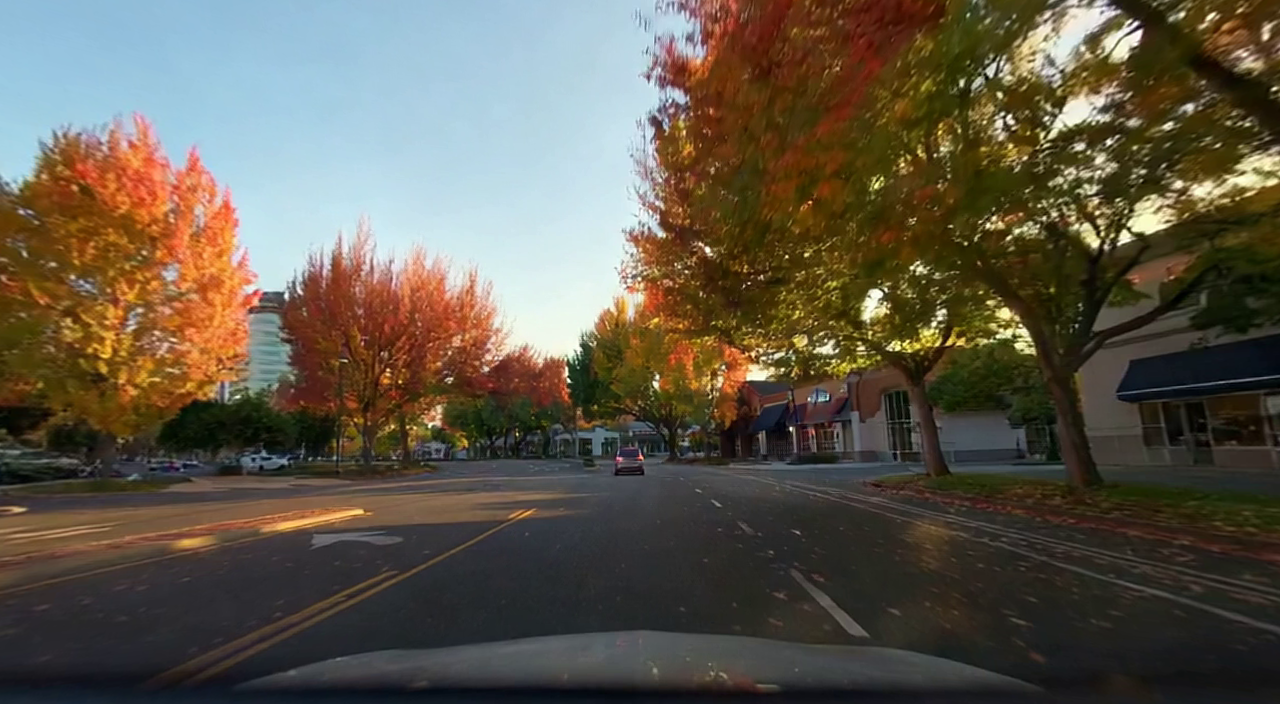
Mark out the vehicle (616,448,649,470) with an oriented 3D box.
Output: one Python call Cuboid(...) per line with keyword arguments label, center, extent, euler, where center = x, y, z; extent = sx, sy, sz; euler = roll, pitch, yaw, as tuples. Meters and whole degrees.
Cuboid(label="vehicle", center=(-0.619, 7.570, 44.762), extent=(2.018, 1.512, 4.304), euler=(1, -9, -5))
